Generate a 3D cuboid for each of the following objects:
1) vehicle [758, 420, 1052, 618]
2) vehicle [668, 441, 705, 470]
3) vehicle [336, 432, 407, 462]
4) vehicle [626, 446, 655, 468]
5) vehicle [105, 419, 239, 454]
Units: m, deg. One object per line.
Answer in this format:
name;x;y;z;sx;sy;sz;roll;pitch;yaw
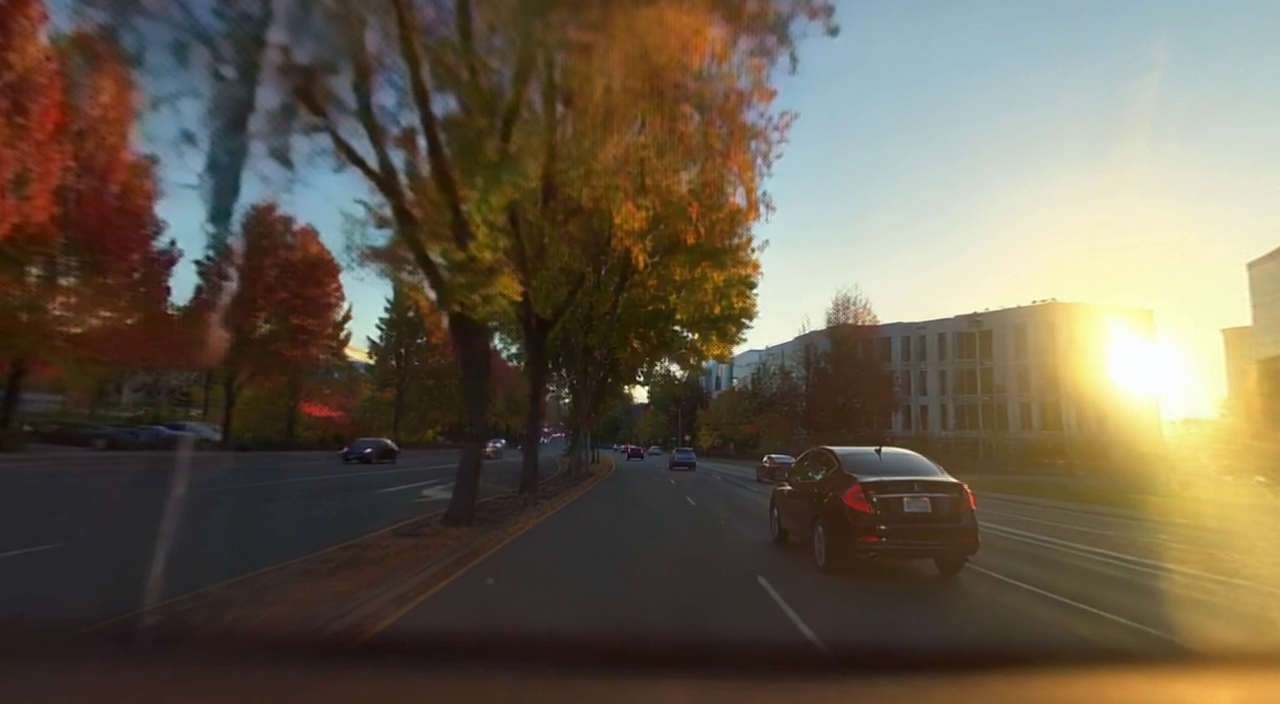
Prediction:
vehicle;2.801;1.798;7.704;1.901;1.634;3.896;4;-8;0
vehicle;3.304;7.436;45.455;2.154;1.844;4.634;3;-9;-1
vehicle;-15.340;5.447;36.293;2.029;1.588;4.654;0;-8;0
vehicle;0.011;7.370;44.451;1.991;1.477;3.814;0;-8;0
vehicle;-27.023;4.916;36.534;6.055;1.910;2.113;0;-8;1
